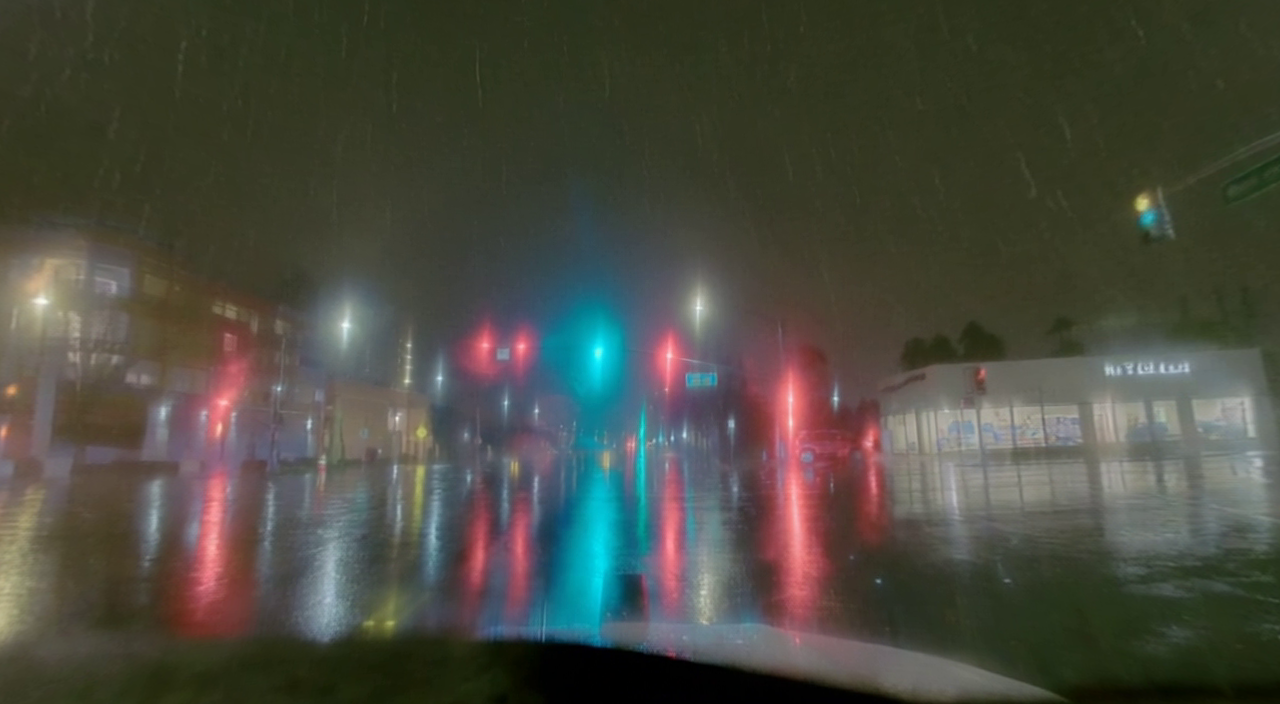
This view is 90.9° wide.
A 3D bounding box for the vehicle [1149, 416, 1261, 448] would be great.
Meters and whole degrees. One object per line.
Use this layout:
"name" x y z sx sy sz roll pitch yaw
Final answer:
"vehicle" 28.259 4.075 31.724 1.799 1.459 4.266 0 -8 3
